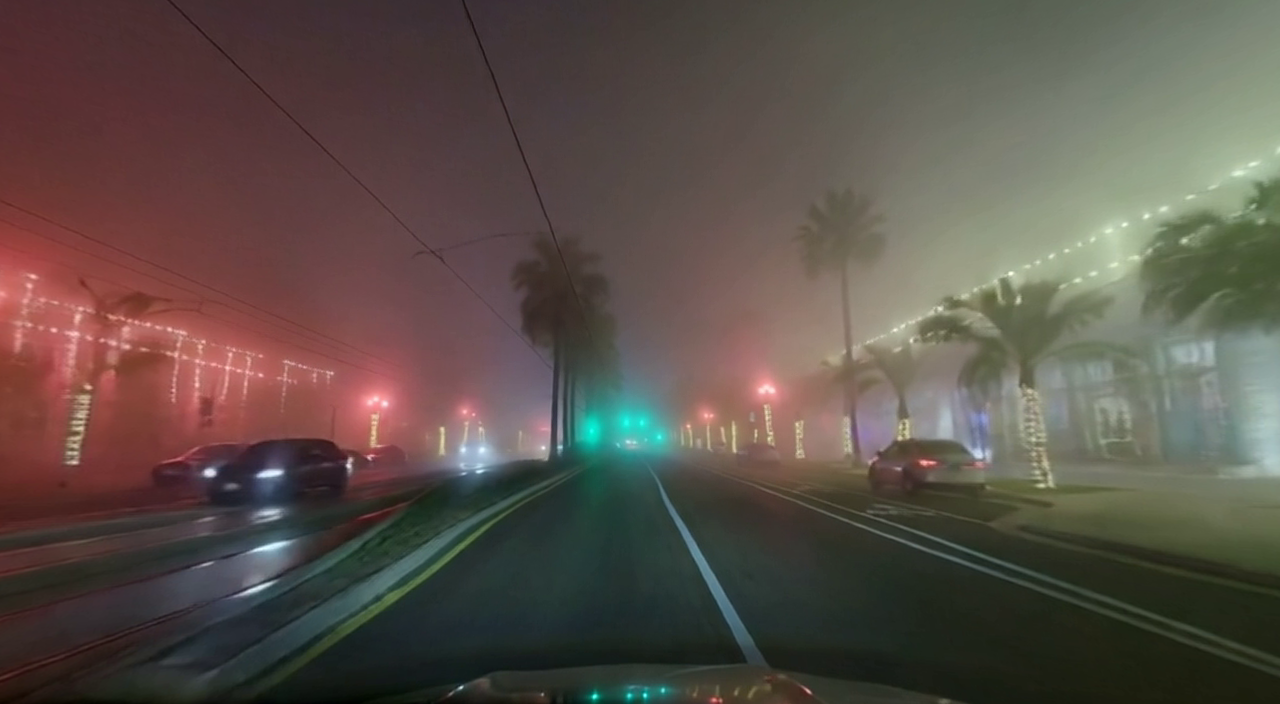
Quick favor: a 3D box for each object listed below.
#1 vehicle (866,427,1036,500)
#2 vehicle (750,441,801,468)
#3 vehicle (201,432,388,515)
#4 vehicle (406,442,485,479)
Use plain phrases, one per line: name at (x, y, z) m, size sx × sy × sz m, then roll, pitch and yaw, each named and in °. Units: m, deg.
vehicle at (8.068, 2.928, 17.024) m, size 1.995 × 1.677 × 4.863 m, roll 0°, pitch -8°, yaw -1°
vehicle at (7.973, 6.085, 37.496) m, size 1.816 × 1.488 × 4.102 m, roll 1°, pitch -8°, yaw -5°
vehicle at (-7.511, 2.651, 14.299) m, size 2.013 × 1.590 × 4.241 m, roll 1°, pitch -8°, yaw -3°
vehicle at (-8.450, 4.740, 27.832) m, size 2.046 × 1.475 × 4.426 m, roll 0°, pitch -8°, yaw 0°
